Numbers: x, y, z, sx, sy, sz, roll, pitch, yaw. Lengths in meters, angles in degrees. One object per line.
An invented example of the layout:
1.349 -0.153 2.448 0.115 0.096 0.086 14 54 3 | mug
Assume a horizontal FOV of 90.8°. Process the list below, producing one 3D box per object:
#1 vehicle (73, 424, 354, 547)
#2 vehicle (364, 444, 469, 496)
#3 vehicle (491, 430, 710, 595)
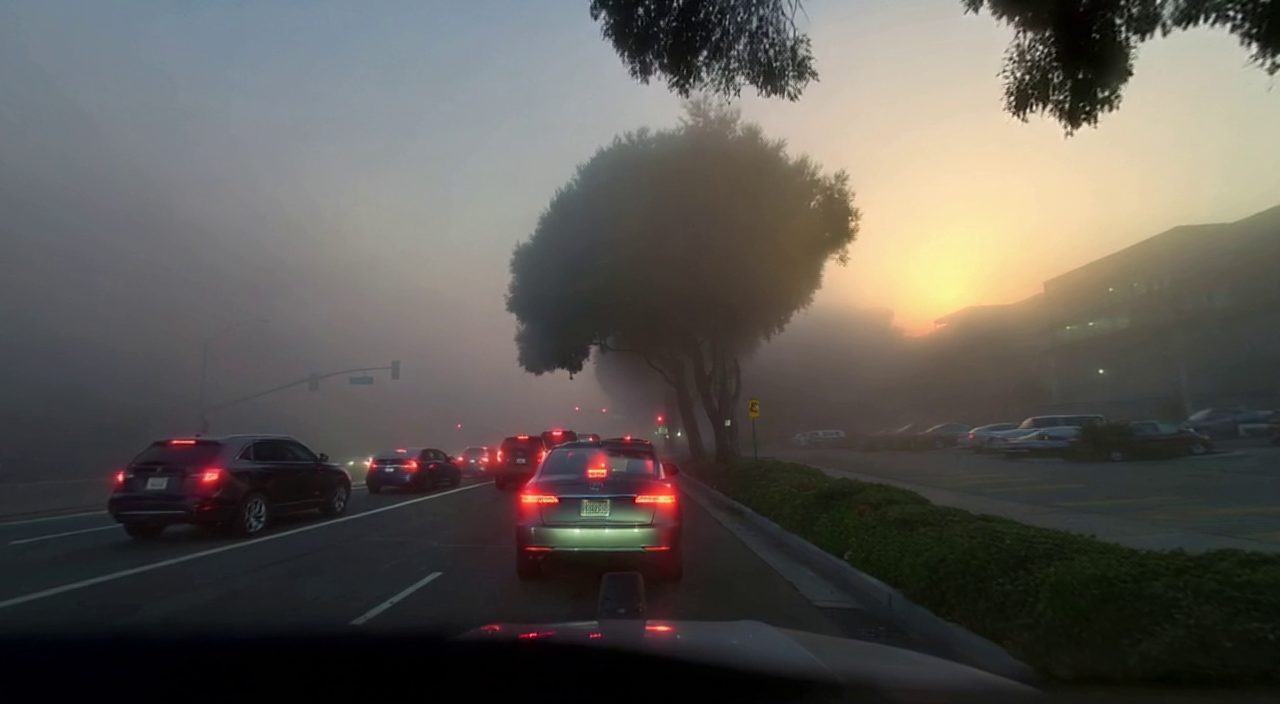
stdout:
-7.290 2.290 11.512 2.068 1.784 4.224 0 -9 1 | vehicle
-7.336 3.885 21.258 1.851 1.532 4.279 0 -9 2 | vehicle
-0.376 1.816 8.015 2.066 1.544 3.954 0 -9 0 | vehicle
